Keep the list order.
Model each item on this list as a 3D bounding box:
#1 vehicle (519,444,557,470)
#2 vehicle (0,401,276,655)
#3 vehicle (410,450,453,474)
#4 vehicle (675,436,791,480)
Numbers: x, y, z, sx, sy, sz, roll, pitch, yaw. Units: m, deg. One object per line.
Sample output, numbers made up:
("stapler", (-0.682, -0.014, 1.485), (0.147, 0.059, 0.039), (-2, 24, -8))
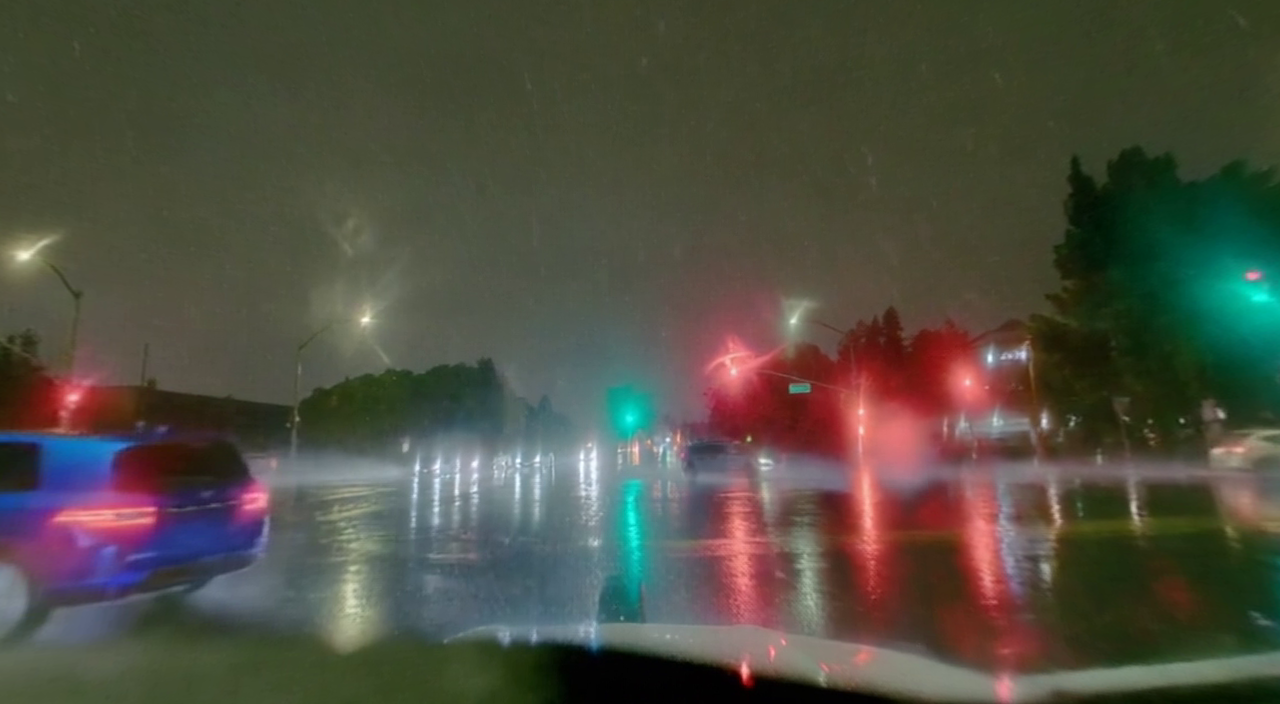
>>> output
("vehicle", (-6.971, 7.199, 43.605), (2.034, 1.663, 4.025), (0, -8, -1))
("vehicle", (-6.014, 1.439, 5.782), (4.038, 1.807, 2.085), (-1, -9, 4))
("vehicle", (-14.474, 7.642, 44.056), (1.786, 1.499, 3.797), (0, -8, -2))
("vehicle", (3.875, 4.486, 27.014), (1.998, 1.674, 4.652), (8, -11, -41))
